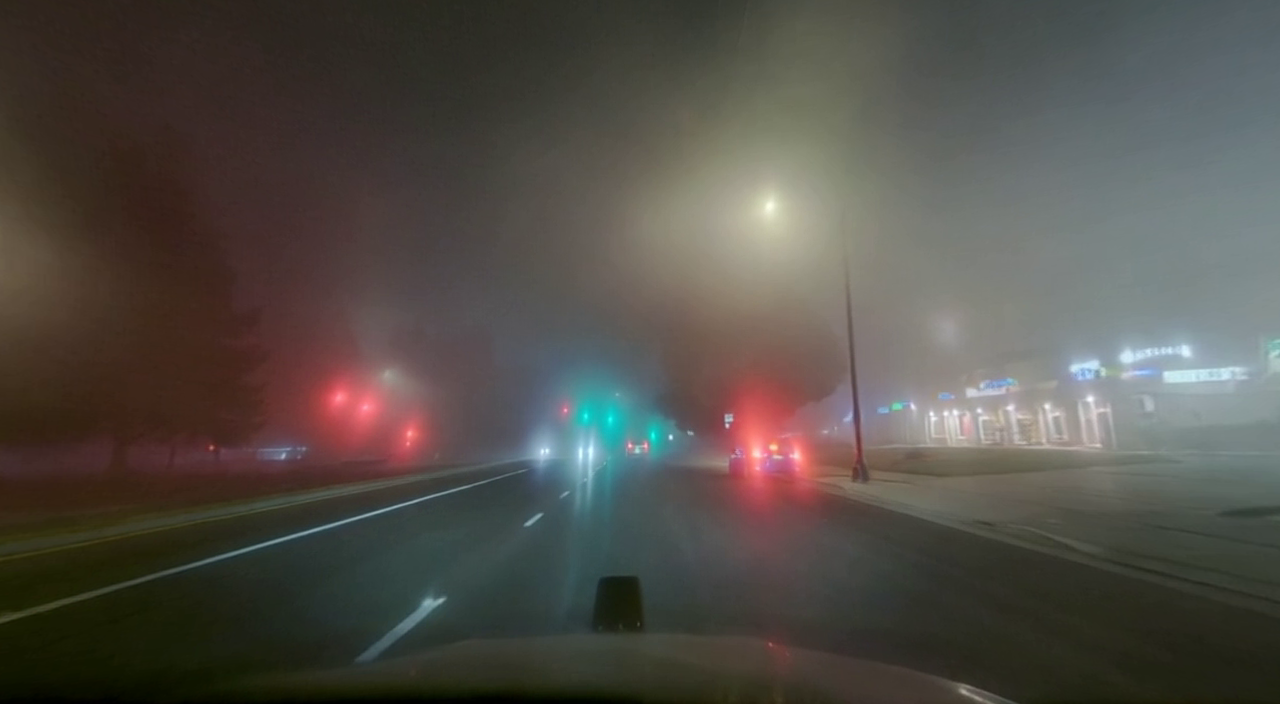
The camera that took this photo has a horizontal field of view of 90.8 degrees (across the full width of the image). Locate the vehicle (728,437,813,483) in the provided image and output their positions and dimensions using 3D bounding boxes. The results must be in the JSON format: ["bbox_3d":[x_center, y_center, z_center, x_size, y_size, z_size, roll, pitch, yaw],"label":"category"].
[{"bbox_3d":[4.471,3.771,22.365,1.942,1.469,4.049,0,-8,-3],"label":"vehicle"}]

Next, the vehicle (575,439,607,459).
[{"bbox_3d":[-3.659,7.303,47.678,2.032,1.467,4.411,0,-8,0],"label":"vehicle"}]
